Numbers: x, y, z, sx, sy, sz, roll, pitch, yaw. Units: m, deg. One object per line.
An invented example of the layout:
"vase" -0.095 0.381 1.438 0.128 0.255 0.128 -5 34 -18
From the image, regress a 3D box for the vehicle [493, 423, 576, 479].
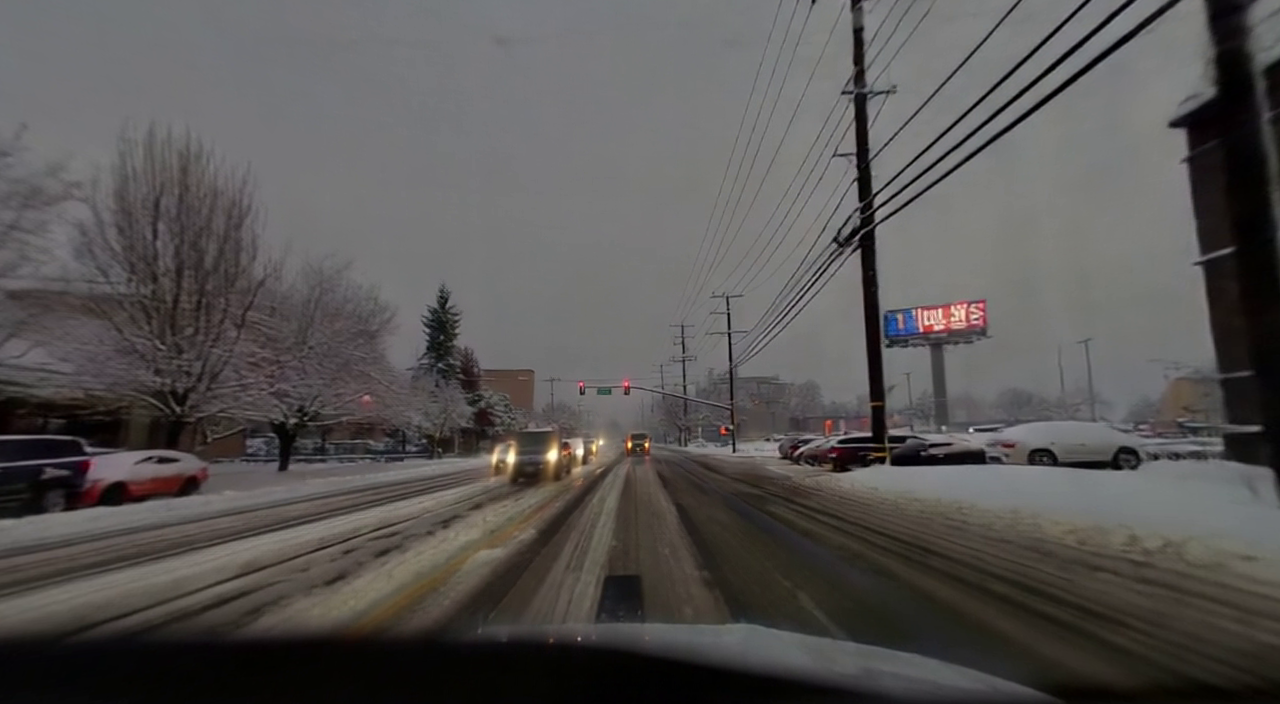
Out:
"vehicle" -3.912 3.820 24.557 2.277 1.904 5.583 0 -8 0

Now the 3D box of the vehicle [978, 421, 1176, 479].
"vehicle" 15.011 3.383 21.937 5.307 1.877 2.052 0 -8 -1

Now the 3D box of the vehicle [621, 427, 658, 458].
"vehicle" -0.004 7.170 49.873 2.683 2.295 6.404 0 -8 1

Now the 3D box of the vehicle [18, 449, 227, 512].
"vehicle" -14.295 3.521 17.897 1.960 1.503 4.505 -1 -9 3

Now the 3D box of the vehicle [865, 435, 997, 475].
"vehicle" 11.327 4.044 24.854 4.238 1.464 1.862 -1 -9 2

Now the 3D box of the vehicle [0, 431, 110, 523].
"vehicle" -13.875 2.535 12.790 2.044 1.830 4.800 -1 -8 1

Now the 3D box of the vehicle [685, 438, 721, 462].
"vehicle" 4.158 6.599 42.606 1.926 1.482 4.442 0 -8 0
